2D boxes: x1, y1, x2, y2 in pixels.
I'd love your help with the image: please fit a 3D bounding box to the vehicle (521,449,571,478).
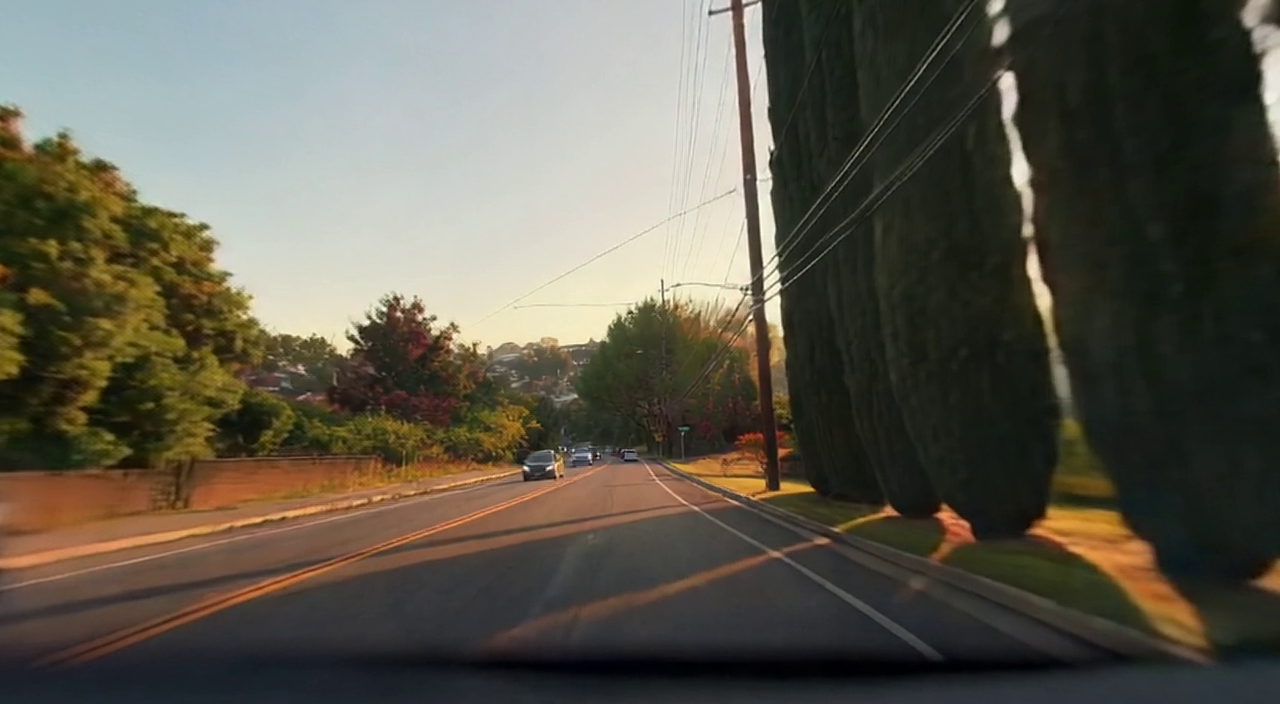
[{"bbox_3d":[-5.125,6.144,35.099,2.069,1.471,4.226,0,-8,1],"label":"vehicle"}]
